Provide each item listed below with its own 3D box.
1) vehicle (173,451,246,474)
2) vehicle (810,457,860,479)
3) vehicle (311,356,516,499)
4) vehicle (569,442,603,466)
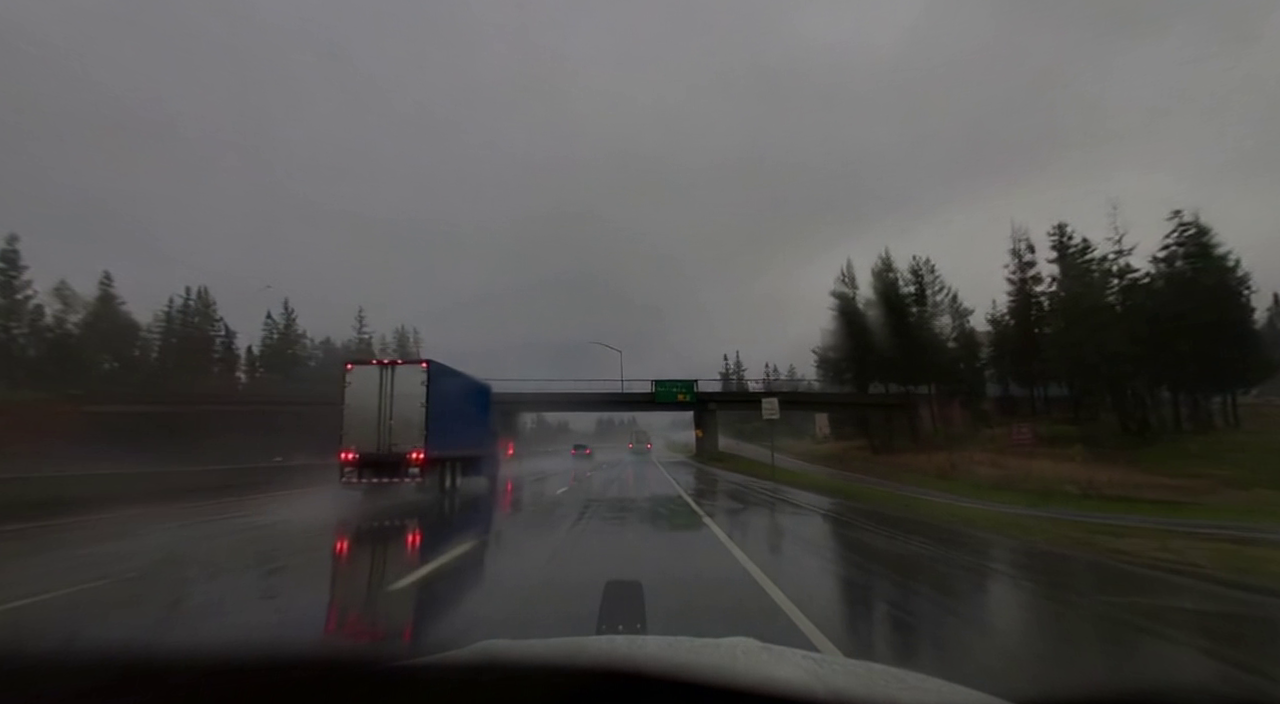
[{"bbox_3d":[-32.265,8.261,47.413,1.979,1.628,4.951,0,-9,0],"label":"vehicle"},{"bbox_3d":[14.338,8.537,46.572,1.993,1.466,4.310,1,-9,-6],"label":"vehicle"},{"bbox_3d":[-7.143,2.808,22.267,3.303,3.868,10.298,0,-9,1],"label":"vehicle"},{"bbox_3d":[-4.016,7.699,47.571,2.094,1.695,4.260,0,-9,1],"label":"vehicle"}]
